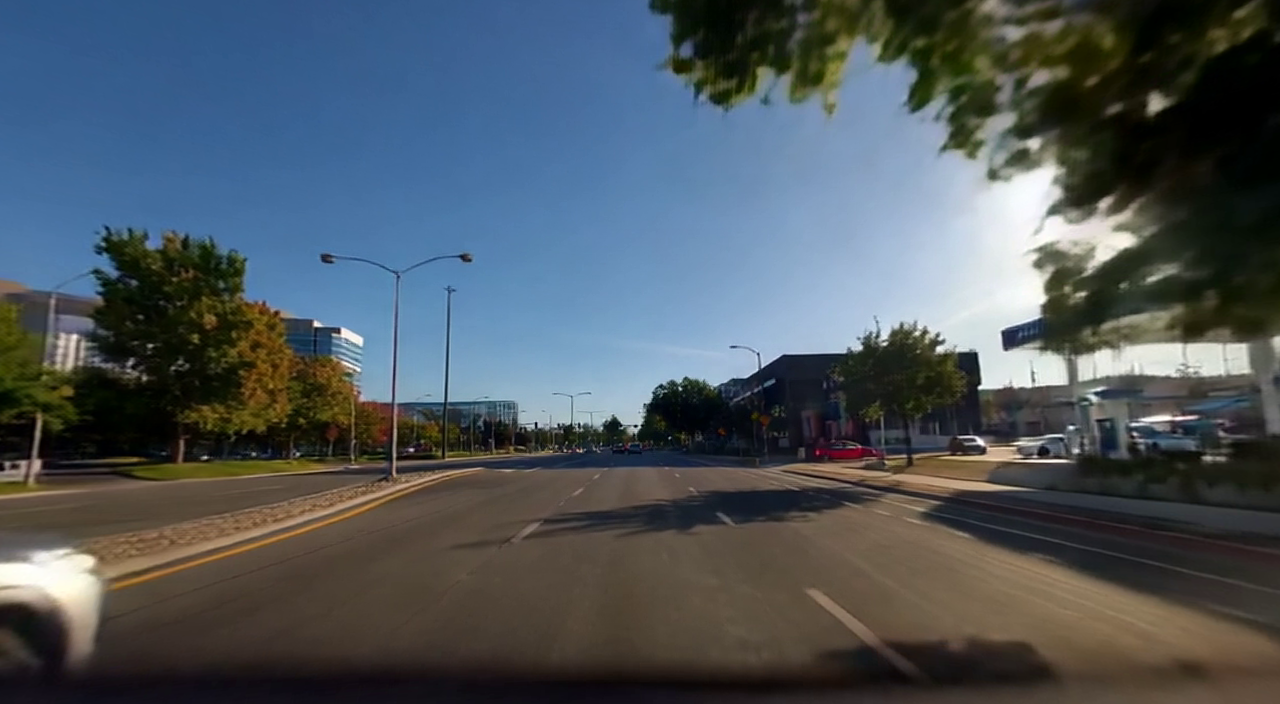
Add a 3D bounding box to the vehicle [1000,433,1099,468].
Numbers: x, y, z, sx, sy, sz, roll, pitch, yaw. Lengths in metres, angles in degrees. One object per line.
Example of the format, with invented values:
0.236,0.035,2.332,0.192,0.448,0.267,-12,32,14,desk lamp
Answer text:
23.232,5.597,35.962,2.302,1.795,4.724,-2,-8,-2,vehicle
